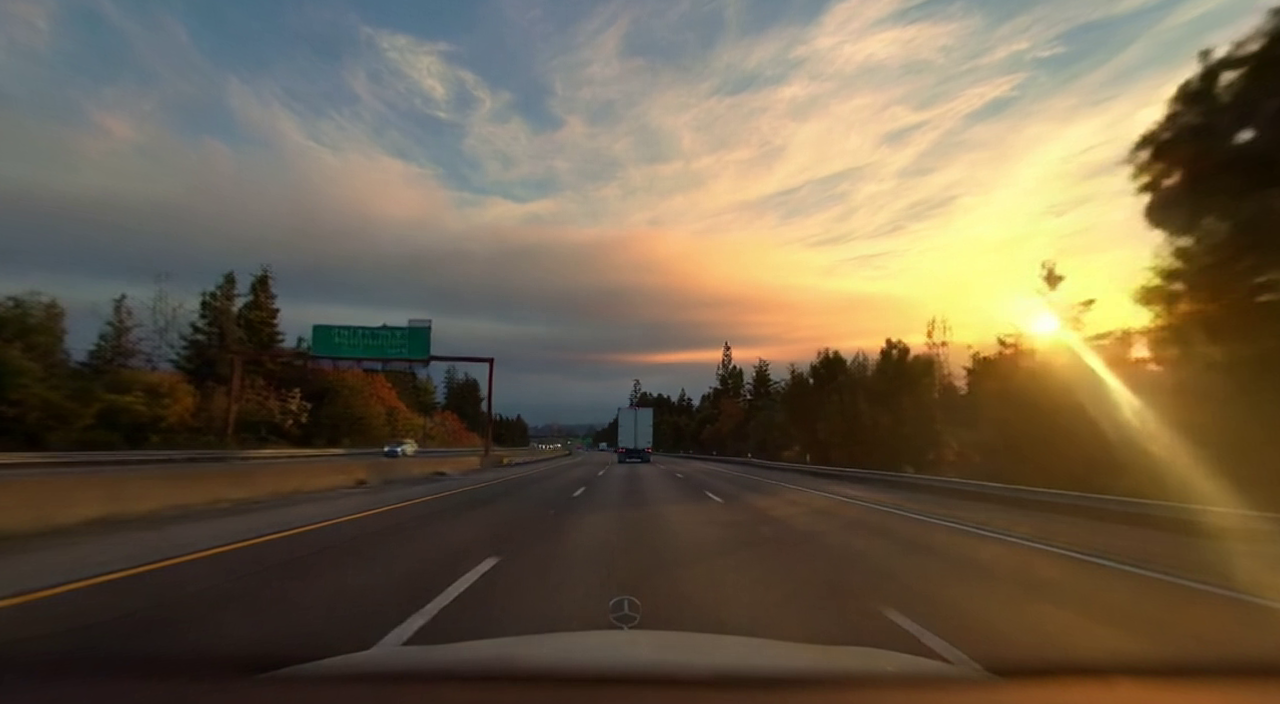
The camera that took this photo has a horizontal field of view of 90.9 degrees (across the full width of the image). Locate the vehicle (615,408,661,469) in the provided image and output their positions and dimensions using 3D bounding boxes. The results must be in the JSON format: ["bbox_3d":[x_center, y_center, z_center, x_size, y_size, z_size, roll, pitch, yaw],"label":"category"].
[{"bbox_3d":[-0.316,6.502,46.764,2.962,3.953,10.696,0,-9,-3],"label":"vehicle"}]
